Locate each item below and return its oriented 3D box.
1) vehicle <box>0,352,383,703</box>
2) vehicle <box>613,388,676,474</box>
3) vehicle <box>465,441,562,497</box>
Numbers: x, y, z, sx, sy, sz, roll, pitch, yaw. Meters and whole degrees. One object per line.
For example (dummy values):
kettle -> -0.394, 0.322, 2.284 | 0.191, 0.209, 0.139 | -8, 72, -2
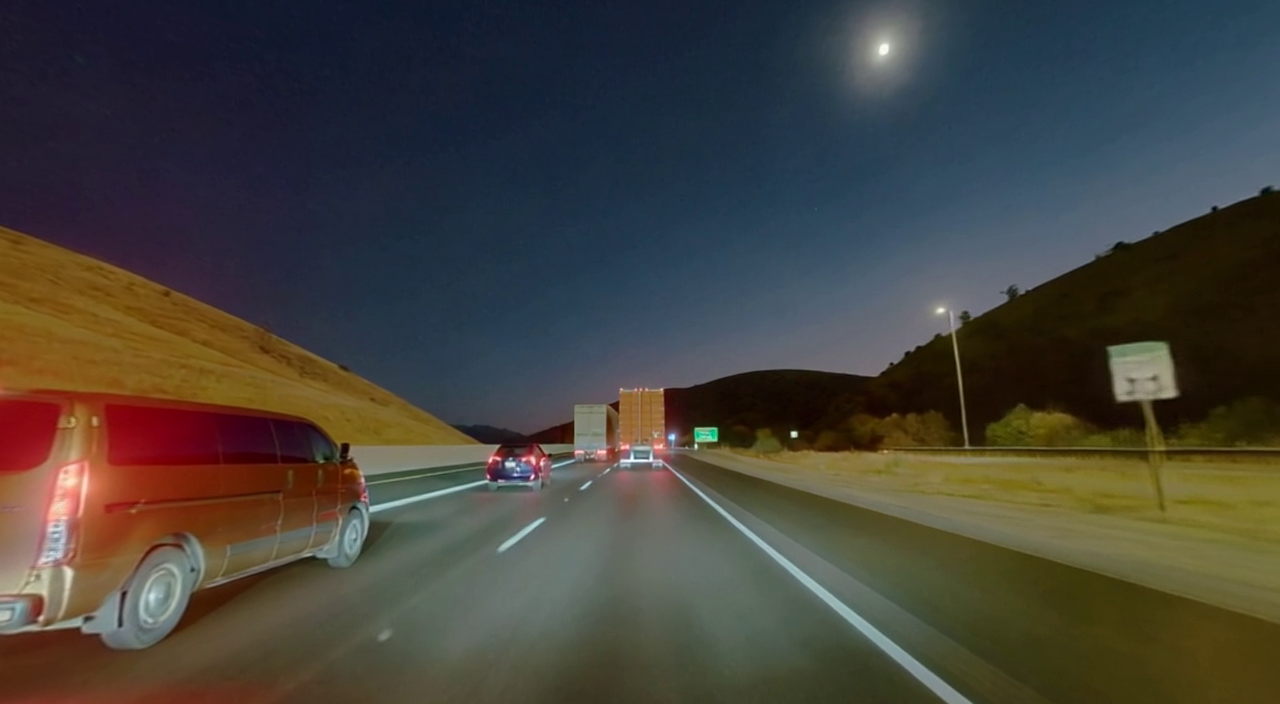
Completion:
vehicle -> -4.165, 1.176, 4.967 | 2.136, 1.779, 4.875 | 0, -8, 1
vehicle -> 0.339, 4.447, 34.852 | 2.913, 3.988, 10.874 | 0, -8, 1
vehicle -> -3.585, 3.391, 18.702 | 1.950, 1.446, 4.224 | 0, -8, 1
